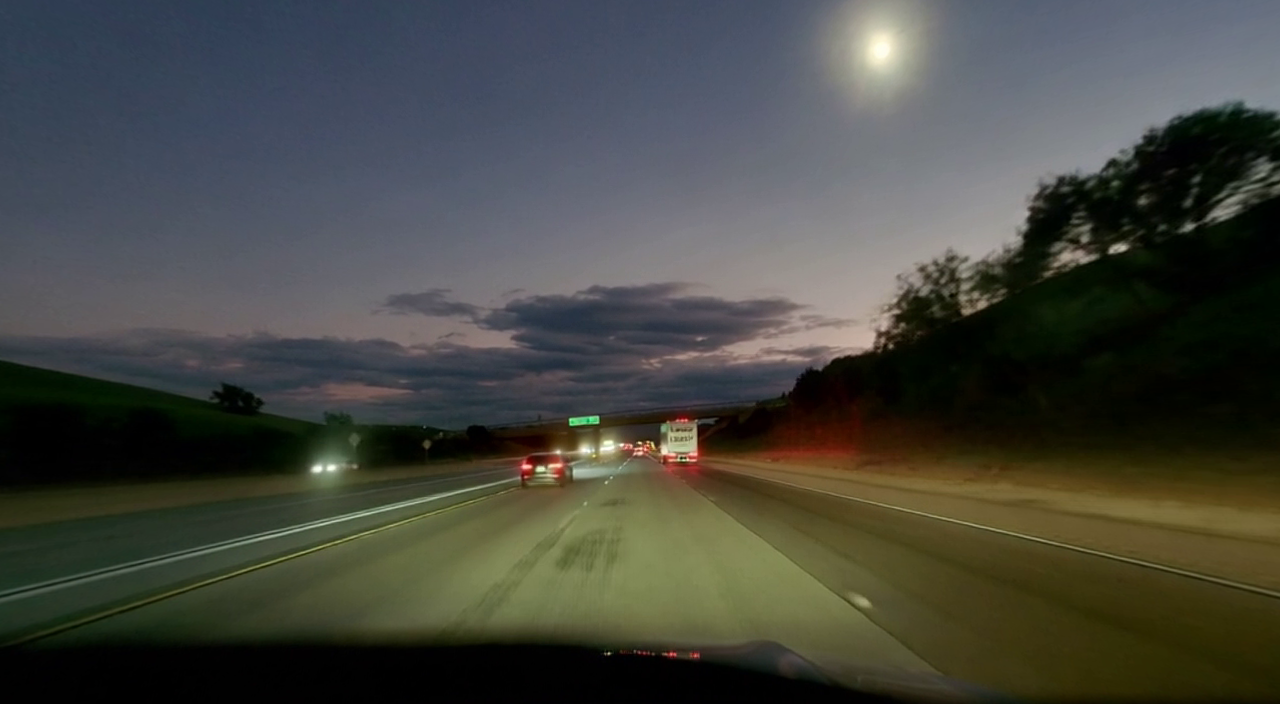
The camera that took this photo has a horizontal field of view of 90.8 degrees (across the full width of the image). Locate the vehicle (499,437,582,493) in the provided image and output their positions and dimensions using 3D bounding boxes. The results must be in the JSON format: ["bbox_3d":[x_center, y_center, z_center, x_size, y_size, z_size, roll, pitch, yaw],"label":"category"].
[{"bbox_3d":[-3.161,3.700,20.960,2.052,1.654,4.303,0,-9,0],"label":"vehicle"}]
